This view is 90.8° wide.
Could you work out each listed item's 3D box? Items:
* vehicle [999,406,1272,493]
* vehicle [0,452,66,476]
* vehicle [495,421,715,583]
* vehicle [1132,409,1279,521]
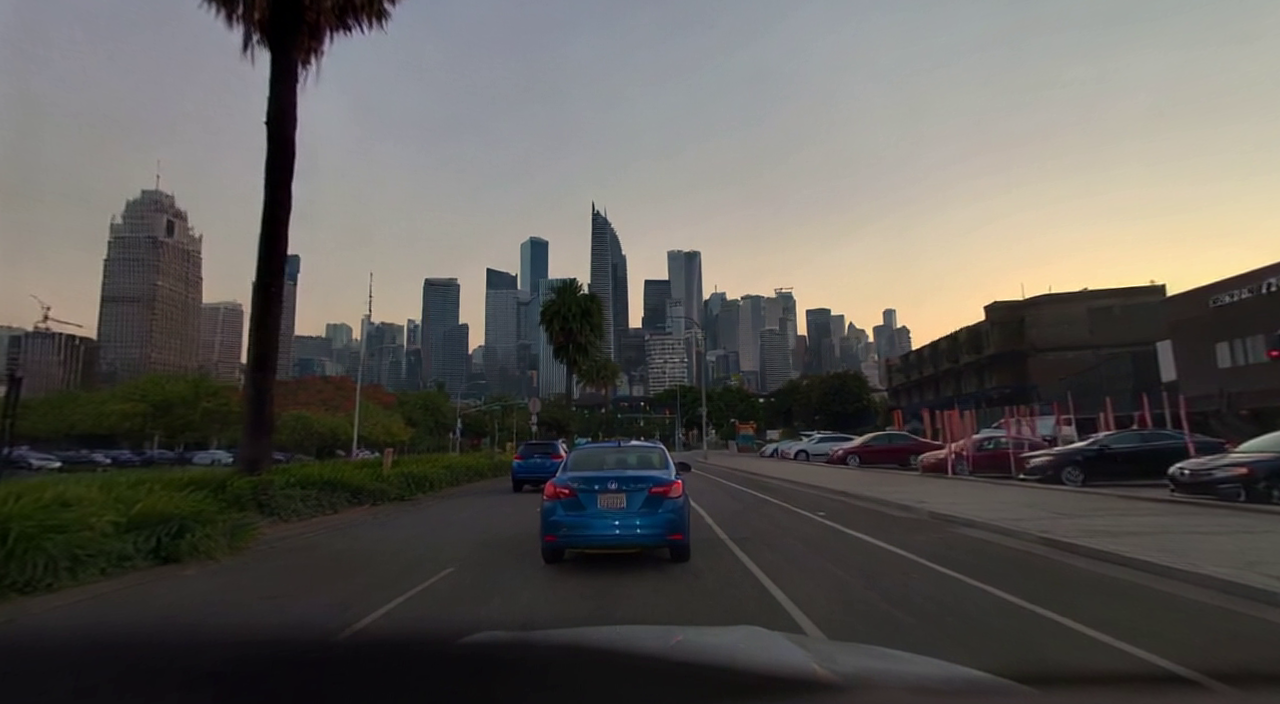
[{"bbox_3d":[12.885,2.583,16.807,5.187,1.962,2.196,-3,-9,3],"label":"vehicle"},{"bbox_3d":[-41.650,7.506,42.372,4.261,1.507,1.977,0,-8,0],"label":"vehicle"},{"bbox_3d":[-0.307,1.656,7.702,2.004,1.465,3.713,0,-8,0],"label":"vehicle"},{"bbox_3d":[12.632,1.963,11.683,5.188,1.805,2.228,-2,-8,-2],"label":"vehicle"}]
